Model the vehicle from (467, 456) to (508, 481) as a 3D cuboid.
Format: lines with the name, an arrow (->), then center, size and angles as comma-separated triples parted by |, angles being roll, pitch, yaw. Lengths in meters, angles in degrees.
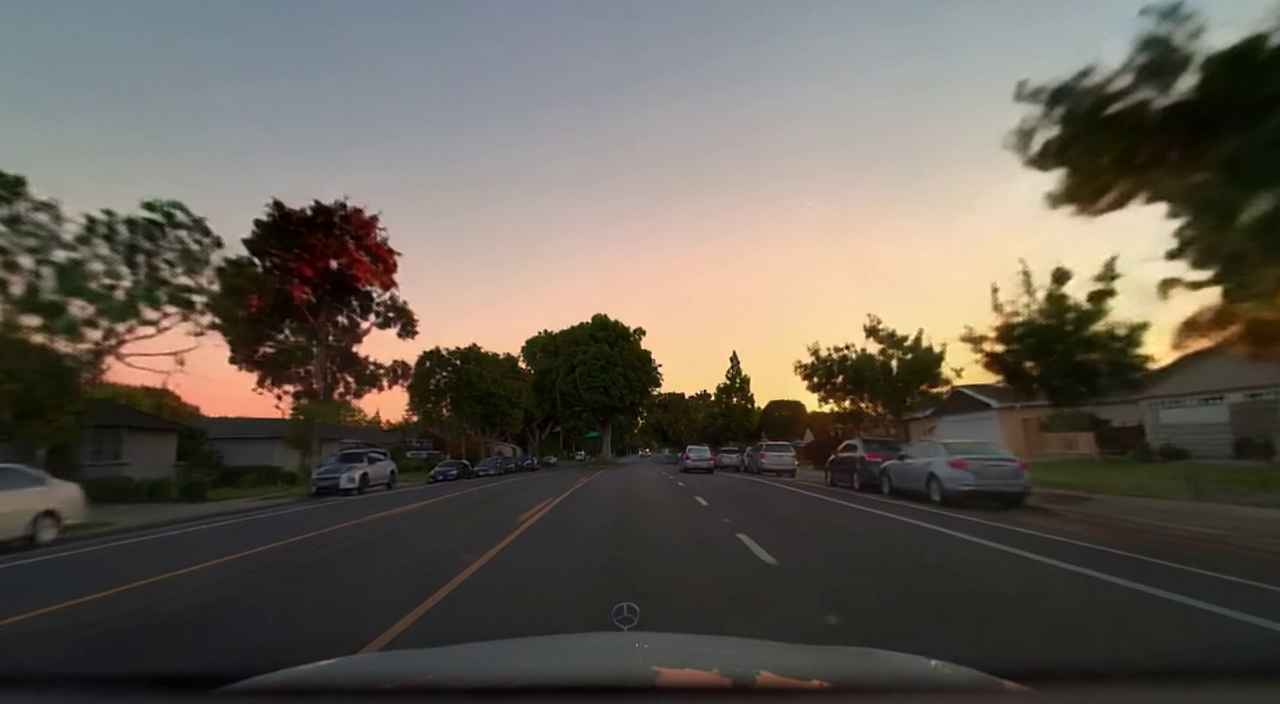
vehicle -> -11.805, 9.013, 49.100 | 1.888, 1.668, 5.052 | 0, -8, 0

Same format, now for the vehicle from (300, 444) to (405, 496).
vehicle -> -11.600, 4.741, 25.903 | 2.181, 1.920, 4.570 | 0, -8, -1

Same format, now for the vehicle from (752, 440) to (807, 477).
vehicle -> 7.514, 5.786, 34.576 | 1.873, 1.867, 4.673 | 0, -8, -1

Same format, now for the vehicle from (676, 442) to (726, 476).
vehicle -> 3.052, 5.461, 32.504 | 1.951, 1.620, 4.582 | 0, -8, -2

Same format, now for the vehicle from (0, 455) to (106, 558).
vehicle -> -11.536, 2.535, 10.123 | 1.953, 1.649, 4.648 | 0, -8, -2

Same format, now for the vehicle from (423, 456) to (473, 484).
vehicle -> -11.774, 7.238, 39.037 | 1.809, 1.476, 4.423 | 0, -8, -2

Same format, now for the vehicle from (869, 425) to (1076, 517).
vehicle -> 7.484, 2.715, 15.030 | 2.071, 1.793, 5.072 | 0, -8, -1
